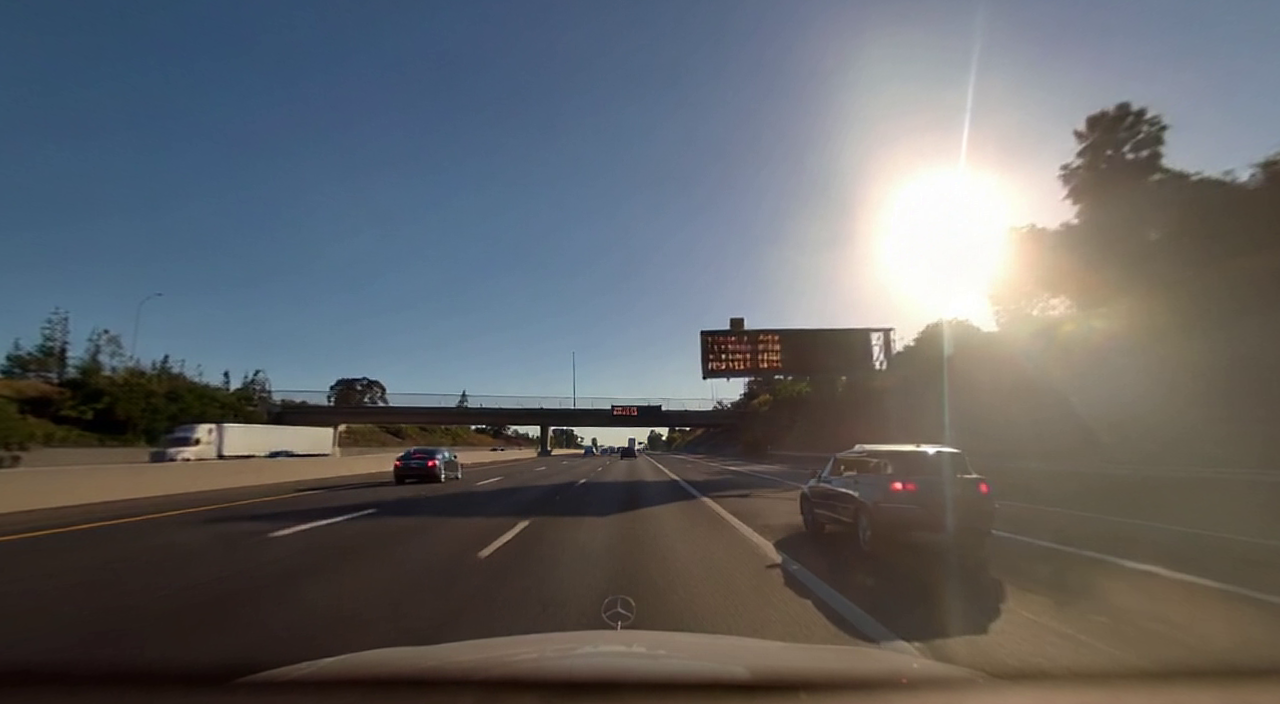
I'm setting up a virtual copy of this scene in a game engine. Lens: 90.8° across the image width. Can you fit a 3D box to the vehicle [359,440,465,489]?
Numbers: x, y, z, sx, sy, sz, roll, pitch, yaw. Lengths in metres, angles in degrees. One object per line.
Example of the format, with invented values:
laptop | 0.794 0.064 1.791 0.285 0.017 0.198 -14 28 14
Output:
vehicle | -7.981 3.968 22.680 2.005 1.545 4.874 0 -8 0
